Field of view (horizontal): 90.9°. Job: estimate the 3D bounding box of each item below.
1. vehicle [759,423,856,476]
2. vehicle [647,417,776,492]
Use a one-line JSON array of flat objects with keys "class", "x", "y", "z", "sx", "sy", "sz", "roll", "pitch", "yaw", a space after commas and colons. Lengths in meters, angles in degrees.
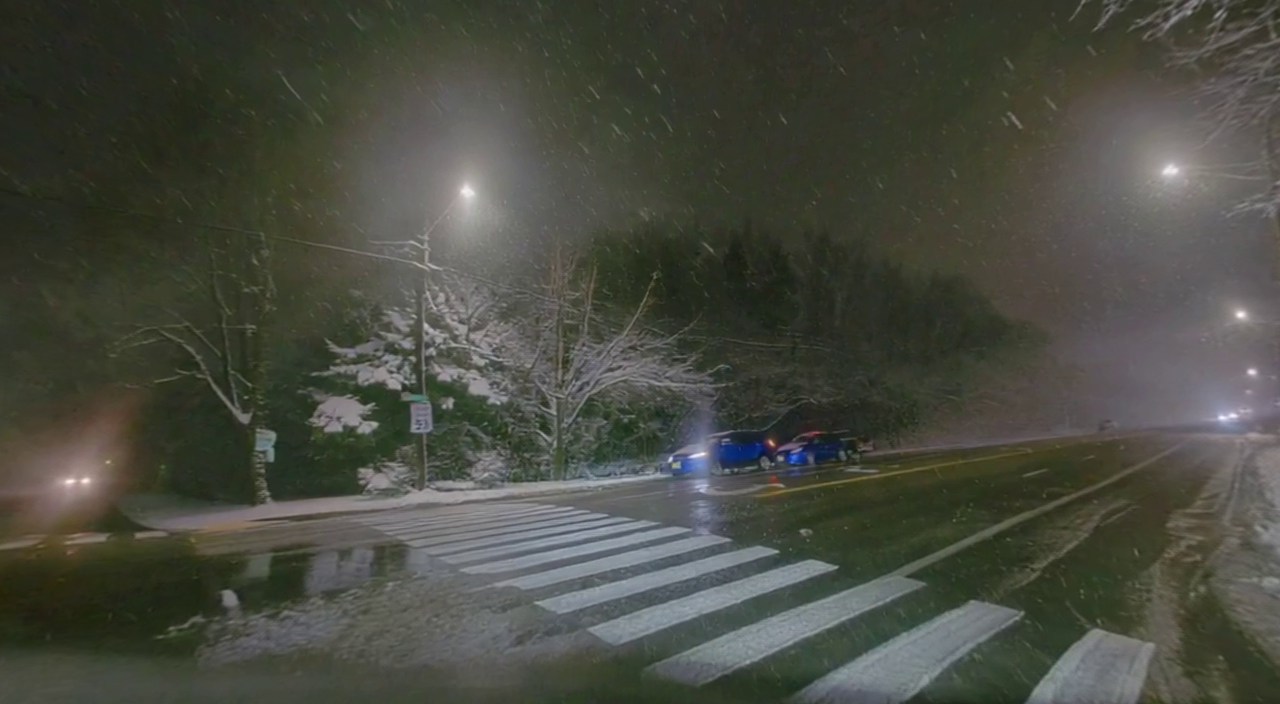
[{"class": "vehicle", "x": 7.831, "y": 4.487, "z": 29.276, "sx": 4.467, "sy": 1.700, "sz": 2.087, "roll": -3, "pitch": -8, "yaw": -44}, {"class": "vehicle", "x": 2.919, "y": 3.930, "z": 24.613, "sx": 2.159, "sy": 1.959, "sz": 5.179, "roll": -14, "pitch": -7, "yaw": 41}]
